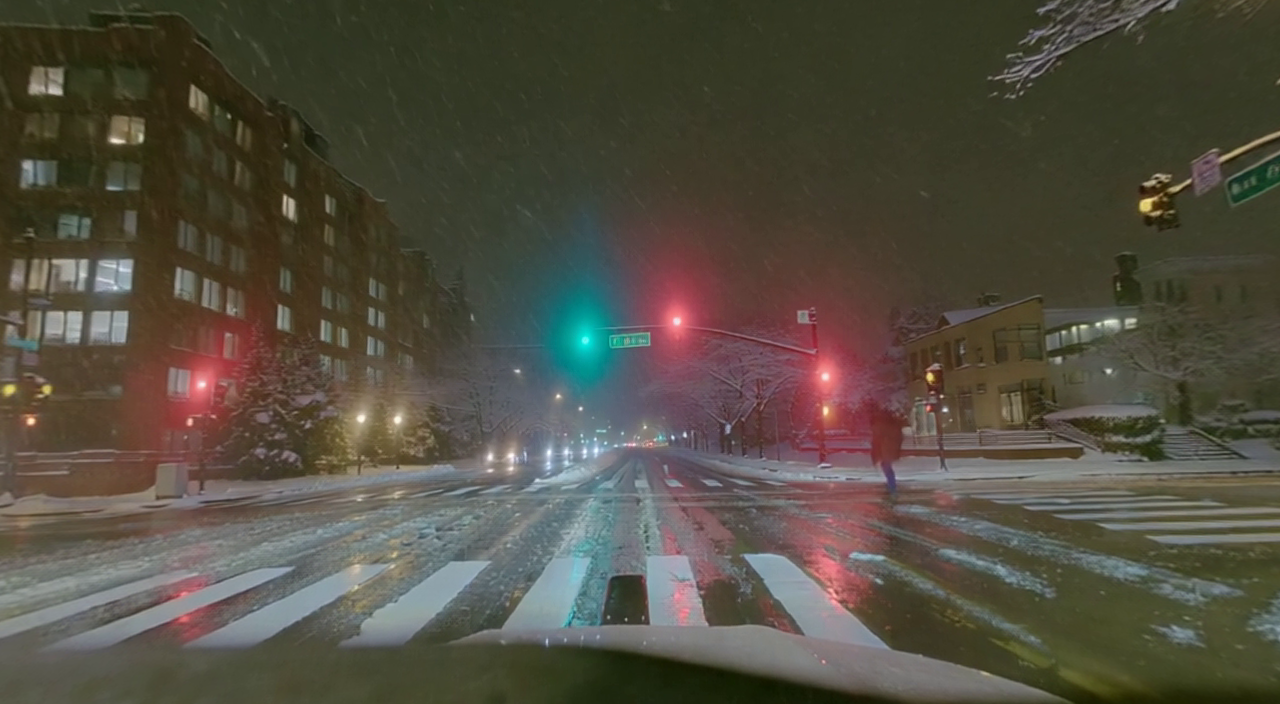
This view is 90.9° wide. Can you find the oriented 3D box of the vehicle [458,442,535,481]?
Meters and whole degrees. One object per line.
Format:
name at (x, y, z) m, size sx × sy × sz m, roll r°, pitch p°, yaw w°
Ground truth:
vehicle at (-5.887, 4.549, 26.485) m, size 2.127 × 1.473 × 4.428 m, roll 0°, pitch -8°, yaw 1°
